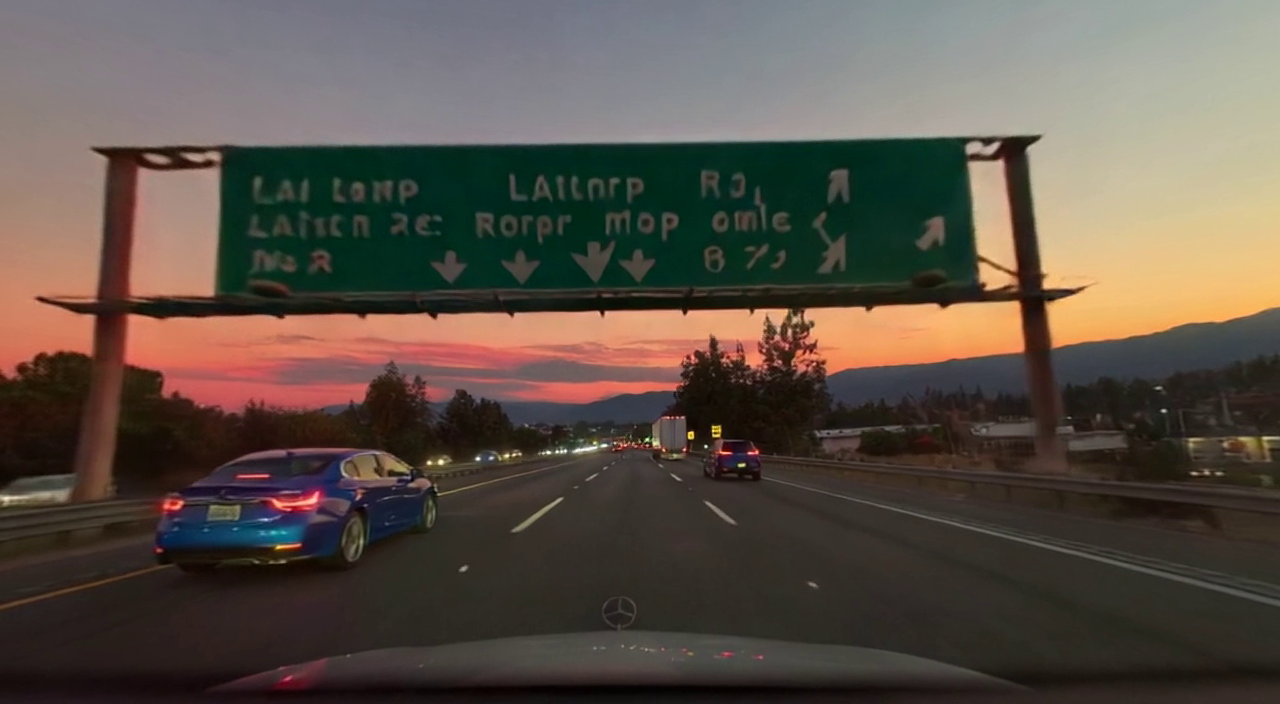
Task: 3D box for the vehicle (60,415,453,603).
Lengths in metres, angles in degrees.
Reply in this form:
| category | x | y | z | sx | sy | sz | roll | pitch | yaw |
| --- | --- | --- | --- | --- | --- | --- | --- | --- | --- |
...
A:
| category | x | y | z | sx | sy | sz | roll | pitch | yaw |
| --- | --- | --- | --- | --- | --- | --- | --- | --- | --- |
| vehicle | -4.014 | 1.701 | 7.883 | 1.903 | 1.607 | 4.770 | 0 | -8 | 0 |

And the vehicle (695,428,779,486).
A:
| category | x | y | z | sx | sy | sz | roll | pitch | yaw |
| --- | --- | --- | --- | --- | --- | --- | --- | --- | --- |
| vehicle | 3.193 | 3.559 | 21.753 | 2.065 | 1.760 | 4.488 | 0 | -8 | -1 |
